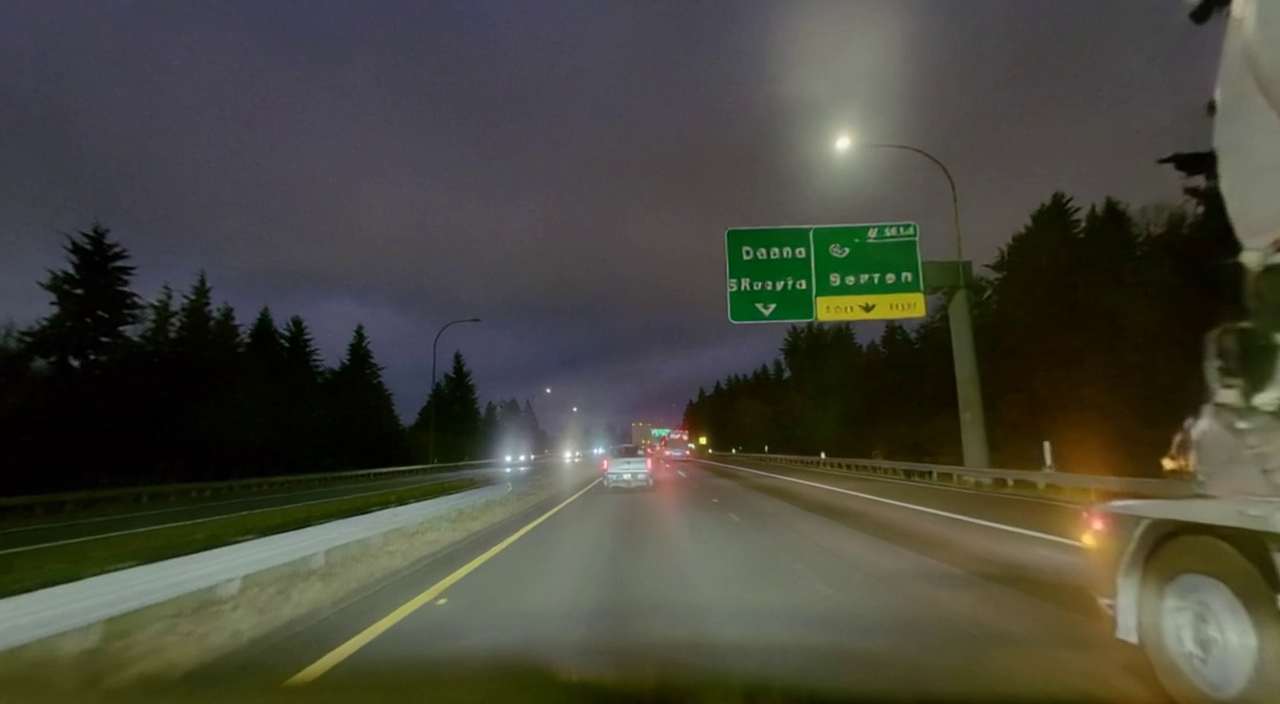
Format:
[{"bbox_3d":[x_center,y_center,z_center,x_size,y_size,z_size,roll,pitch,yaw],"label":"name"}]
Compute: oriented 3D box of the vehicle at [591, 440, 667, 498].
[{"bbox_3d":[-0.311,3.377,18.521,2.003,1.490,3.636,0,-9,0],"label":"vehicle"}]
